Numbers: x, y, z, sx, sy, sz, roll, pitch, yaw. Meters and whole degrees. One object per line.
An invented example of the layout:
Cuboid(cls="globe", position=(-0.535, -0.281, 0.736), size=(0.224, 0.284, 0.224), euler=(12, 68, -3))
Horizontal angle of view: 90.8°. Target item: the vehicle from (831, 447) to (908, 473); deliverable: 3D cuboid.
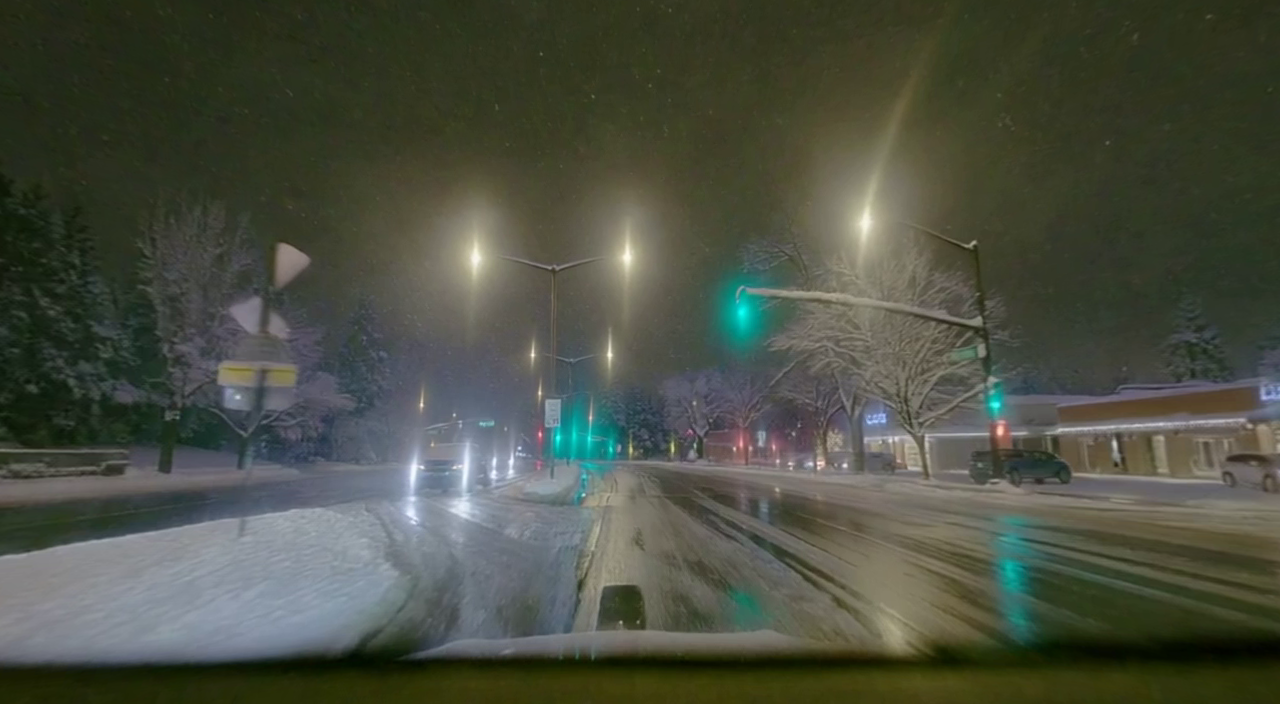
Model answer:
Cuboid(cls="vehicle", position=(16.012, 7.553, 44.251), size=(4.481, 1.685, 2.195), euler=(2, -10, -6))

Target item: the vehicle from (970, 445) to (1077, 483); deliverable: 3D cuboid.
Cuboid(cls="vehicle", position=(20.077, 5.803, 33.009), size=(5.672, 1.821, 2.180), euler=(5, -10, -30))

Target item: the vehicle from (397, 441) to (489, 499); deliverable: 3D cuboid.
Cuboid(cls="vehicle", position=(-6.390, 3.842, 21.068), size=(2.057, 1.709, 4.590), euler=(1, -9, -7))
